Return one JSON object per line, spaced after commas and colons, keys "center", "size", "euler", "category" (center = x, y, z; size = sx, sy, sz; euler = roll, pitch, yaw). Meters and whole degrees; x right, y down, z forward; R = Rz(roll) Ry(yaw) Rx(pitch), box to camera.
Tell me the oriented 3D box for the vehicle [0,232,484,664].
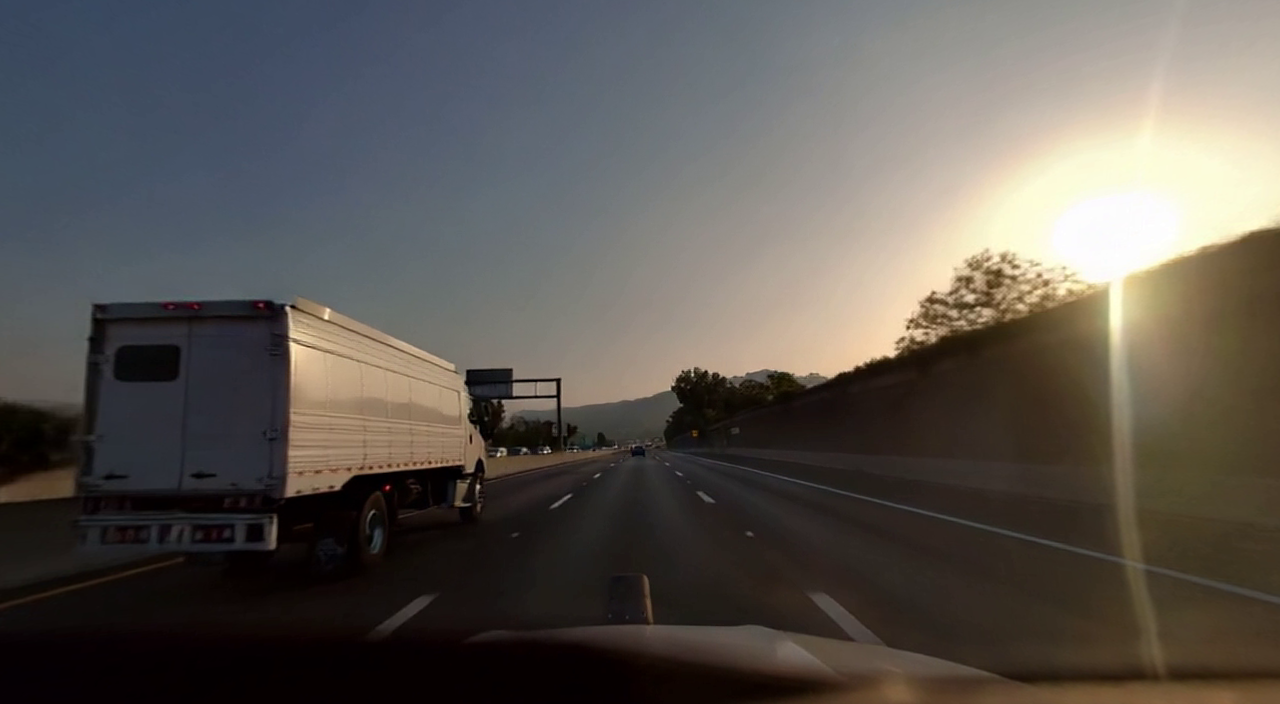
{"center": [-3.861, 1.002, 7.131], "size": [2.443, 2.586, 6.701], "euler": [0, -8, 0], "category": "vehicle"}
